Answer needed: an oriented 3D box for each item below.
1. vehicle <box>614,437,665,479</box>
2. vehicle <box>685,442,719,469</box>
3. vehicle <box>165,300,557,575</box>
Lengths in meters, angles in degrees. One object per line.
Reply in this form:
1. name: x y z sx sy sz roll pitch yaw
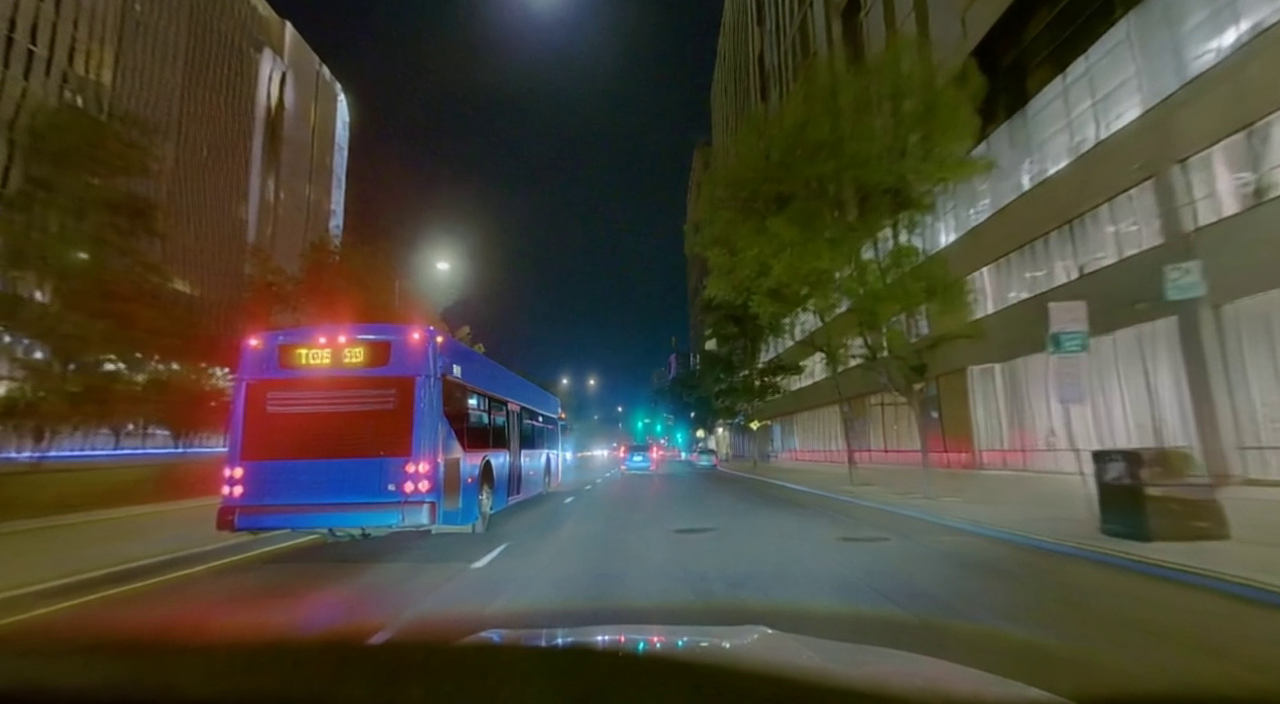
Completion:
1. vehicle: 0.001 4.646 27.899 2.120 1.727 3.917 0 -8 1
2. vehicle: 4.374 7.401 45.284 2.138 1.787 4.522 -1 -8 2
3. vehicle: -3.496 1.319 11.003 2.920 2.884 8.588 1 -6 0
